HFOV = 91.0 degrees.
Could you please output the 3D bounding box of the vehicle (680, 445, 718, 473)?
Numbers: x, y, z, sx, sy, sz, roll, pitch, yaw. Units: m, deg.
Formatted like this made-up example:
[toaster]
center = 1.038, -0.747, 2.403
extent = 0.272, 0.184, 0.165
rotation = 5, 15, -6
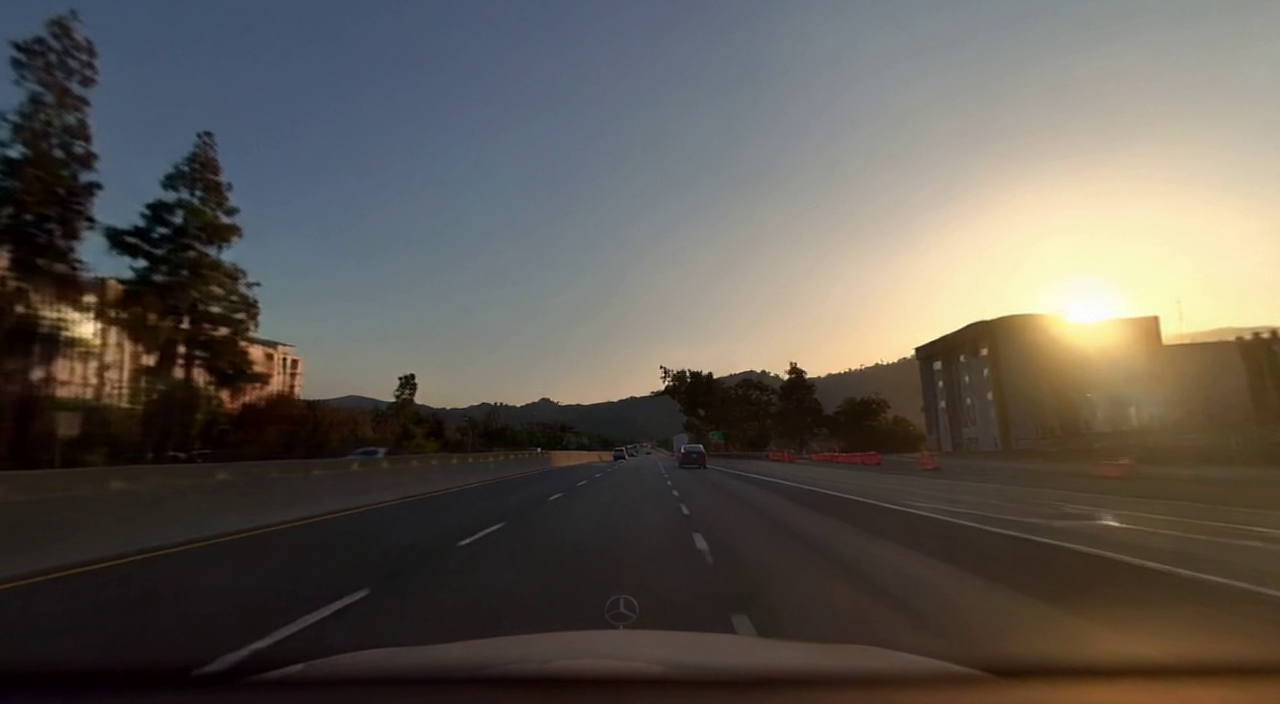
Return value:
[vehicle]
center = 3.562, 6.551, 38.791
extent = 1.974, 1.557, 4.479
rotation = 0, -9, 0
